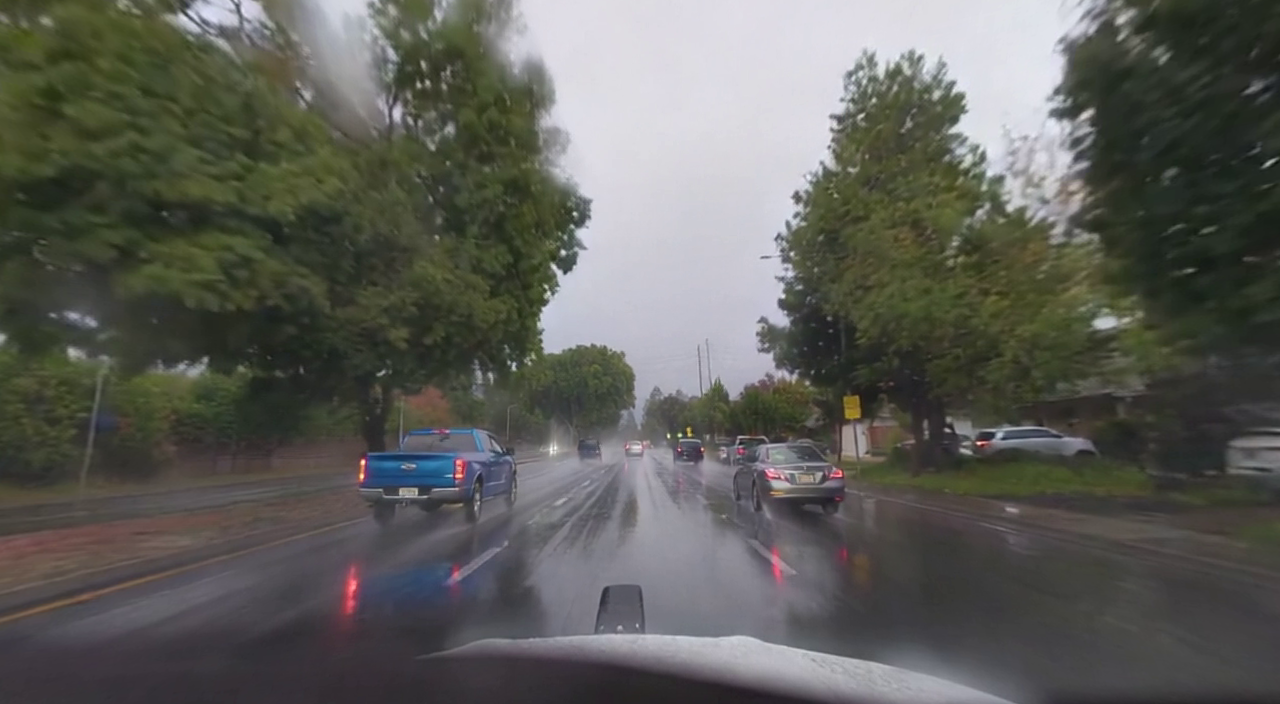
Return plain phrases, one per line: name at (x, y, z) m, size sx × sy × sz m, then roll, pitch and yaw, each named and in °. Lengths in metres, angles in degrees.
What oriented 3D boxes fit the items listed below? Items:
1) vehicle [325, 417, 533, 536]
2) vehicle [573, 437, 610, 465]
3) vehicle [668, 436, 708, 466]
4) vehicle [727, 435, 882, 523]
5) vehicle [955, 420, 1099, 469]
vehicle at (-3.596, 2.232, 12.101) m, size 2.111 × 1.745 × 5.274 m, roll 0°, pitch -8°, yaw 1°
vehicle at (-3.354, 6.879, 44.197) m, size 2.218 × 1.829 × 4.492 m, roll 0°, pitch -8°, yaw 0°
vehicle at (3.098, 6.490, 41.630) m, size 2.099 × 1.845 × 4.363 m, roll 0°, pitch -8°, yaw -2°
vehicle at (3.080, 2.452, 12.823) m, size 1.884 × 1.463 × 4.195 m, roll 0°, pitch -8°, yaw -2°
vehicle at (15.071, 3.636, 24.785) m, size 4.320 × 1.792 × 1.989 m, roll 0°, pitch -8°, yaw -1°
